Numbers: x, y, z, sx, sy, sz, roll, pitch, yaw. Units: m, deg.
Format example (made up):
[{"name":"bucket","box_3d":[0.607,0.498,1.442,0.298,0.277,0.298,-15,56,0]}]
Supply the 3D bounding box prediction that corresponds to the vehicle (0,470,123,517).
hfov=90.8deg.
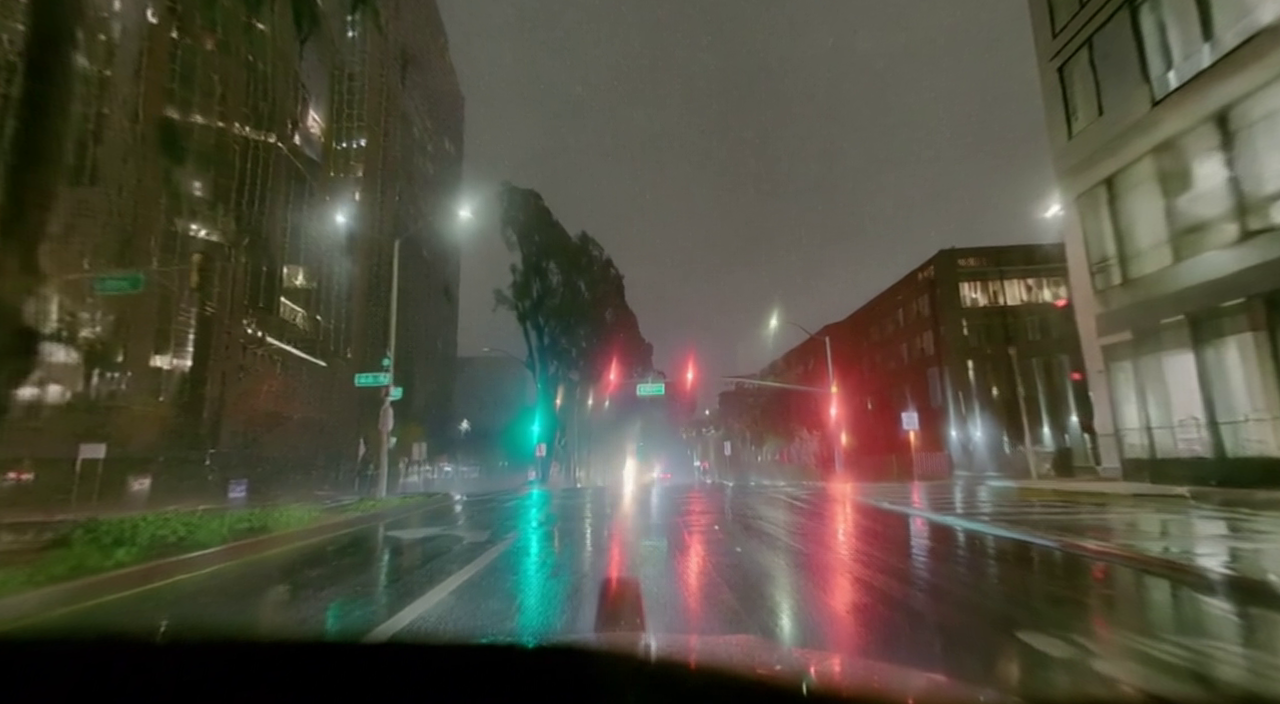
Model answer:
[{"name":"vehicle","box_3d":[-23.011,5.388,24.337,4.758,1.549,2.194,-2,-9,14]}]

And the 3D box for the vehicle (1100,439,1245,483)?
[{"name":"vehicle","box_3d":[21.179,4.332,25.257,3.967,1.636,1.932,-1,-9,0]}]
